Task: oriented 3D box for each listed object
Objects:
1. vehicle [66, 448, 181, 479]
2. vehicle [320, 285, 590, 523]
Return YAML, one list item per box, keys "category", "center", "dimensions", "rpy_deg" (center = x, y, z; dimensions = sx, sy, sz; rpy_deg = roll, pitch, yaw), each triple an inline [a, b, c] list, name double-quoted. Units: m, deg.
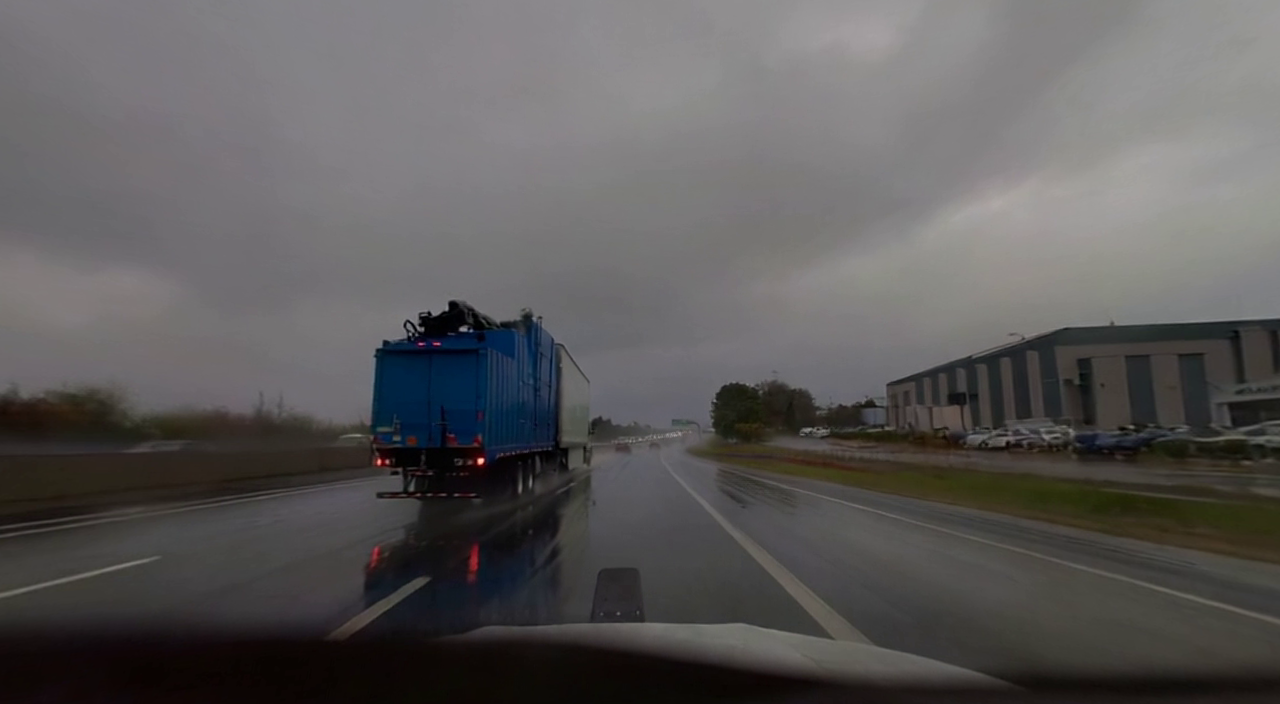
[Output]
- category: "vehicle"
  center: [-27.839, 6.007, 34.278]
  dimensions: [1.938, 1.513, 4.945]
  rpy_deg: [0, -8, 2]
- category: "vehicle"
  center: [-3.794, 2.048, 19.051]
  dimensions: [2.939, 4.132, 16.303]
  rpy_deg: [0, -8, 1]
